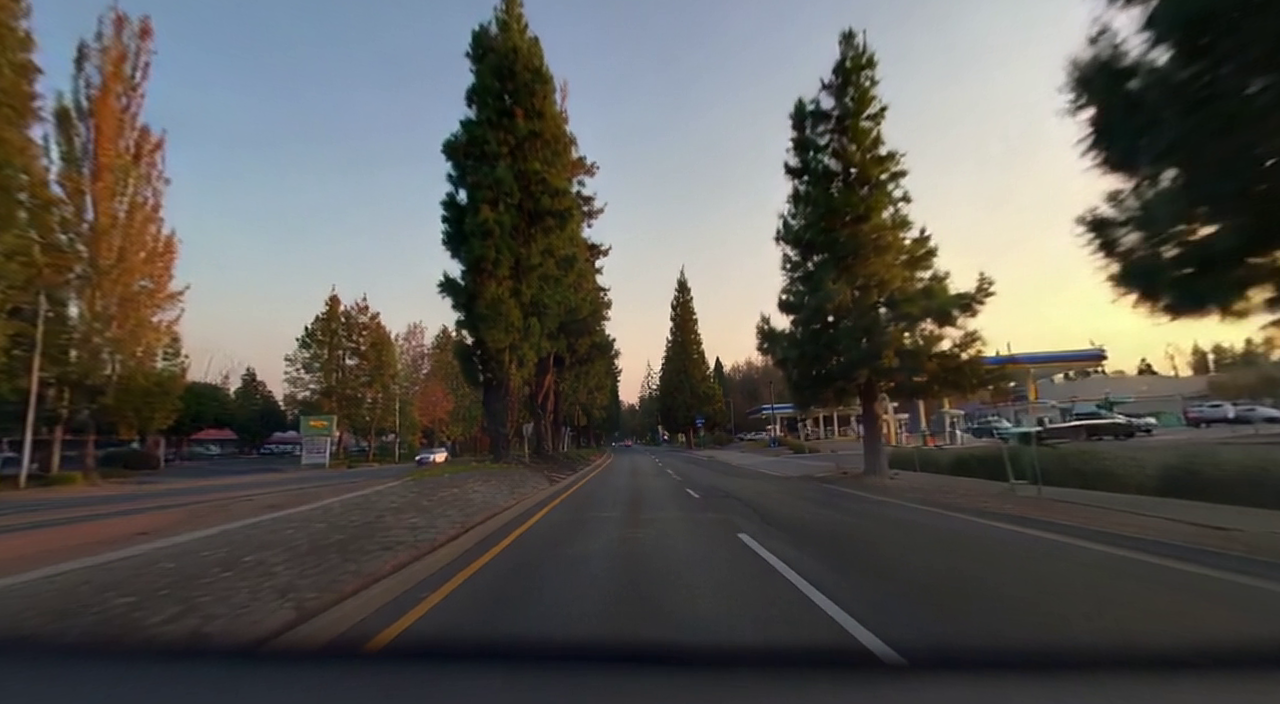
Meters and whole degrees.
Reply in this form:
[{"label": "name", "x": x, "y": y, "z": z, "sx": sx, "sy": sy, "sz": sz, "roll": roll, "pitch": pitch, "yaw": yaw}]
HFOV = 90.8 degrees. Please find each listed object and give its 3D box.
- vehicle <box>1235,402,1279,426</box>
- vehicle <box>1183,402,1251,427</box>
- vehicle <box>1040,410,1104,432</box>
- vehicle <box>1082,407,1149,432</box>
[{"label": "vehicle", "x": 45.097, "y": 4.473, "z": 45.408, "sx": 4.188, "sy": 1.566, "sz": 1.854, "roll": 4, "pitch": -9, "yaw": -25}, {"label": "vehicle", "x": 43.986, "y": 4.813, "z": 48.134, "sx": 4.497, "sy": 1.696, "sz": 1.939, "roll": 4, "pitch": -9, "yaw": -23}, {"label": "vehicle", "x": 30.844, "y": 4.934, "z": 45.116, "sx": 3.747, "sy": 1.423, "sz": 1.776, "roll": 1, "pitch": -10, "yaw": -21}, {"label": "vehicle", "x": 32.155, "y": 4.578, "z": 42.707, "sx": 3.905, "sy": 1.420, "sz": 1.692, "roll": 0, "pitch": -9, "yaw": -23}]
